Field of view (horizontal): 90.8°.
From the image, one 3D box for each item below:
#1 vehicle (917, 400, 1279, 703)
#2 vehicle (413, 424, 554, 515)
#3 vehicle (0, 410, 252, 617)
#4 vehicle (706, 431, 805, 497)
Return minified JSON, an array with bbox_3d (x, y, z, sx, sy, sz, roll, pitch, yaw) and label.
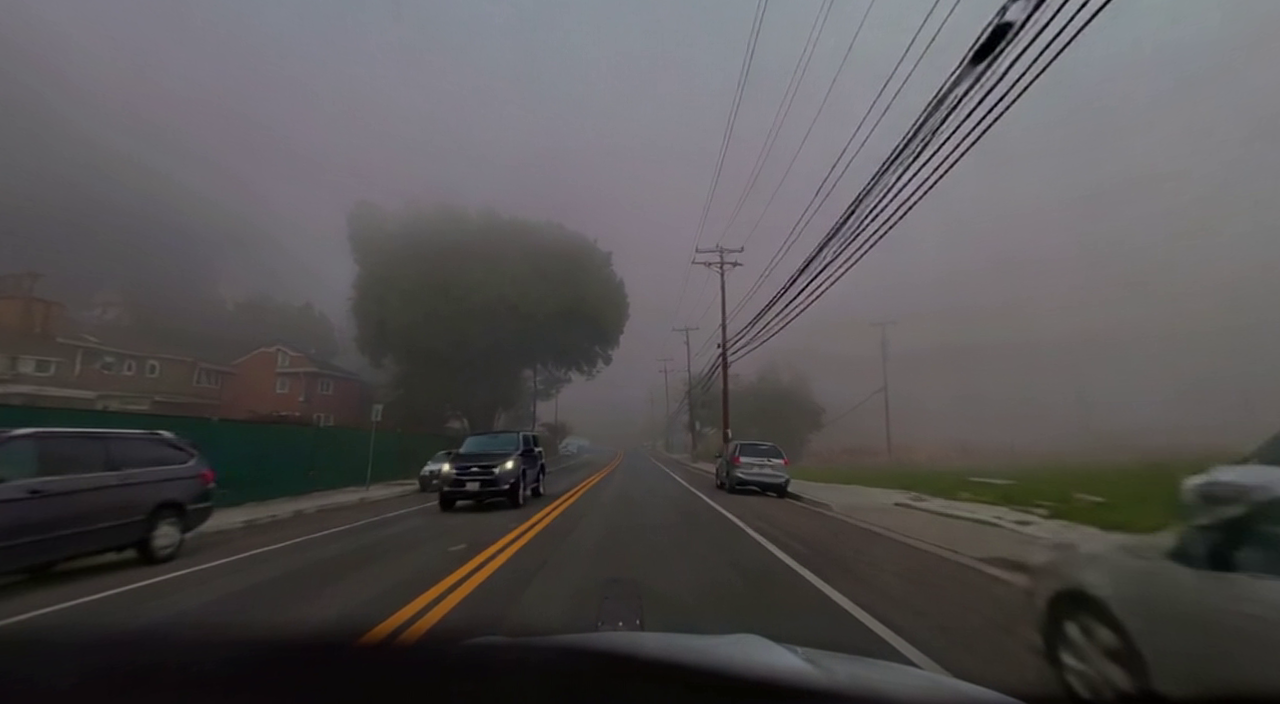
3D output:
[{"bbox_3d":[3.227,0.940,2.318,2.129,1.490,4.937,0,-9,-1],"label":"vehicle"},{"bbox_3d":[-3.529,2.776,15.384,2.210,1.838,4.854,0,-9,0],"label":"vehicle"},{"bbox_3d":[-6.678,1.619,6.826,2.014,1.817,4.639,-1,-8,0],"label":"vehicle"},{"bbox_3d":[3.389,3.415,19.551,2.031,1.762,4.749,0,-9,-2],"label":"vehicle"}]
